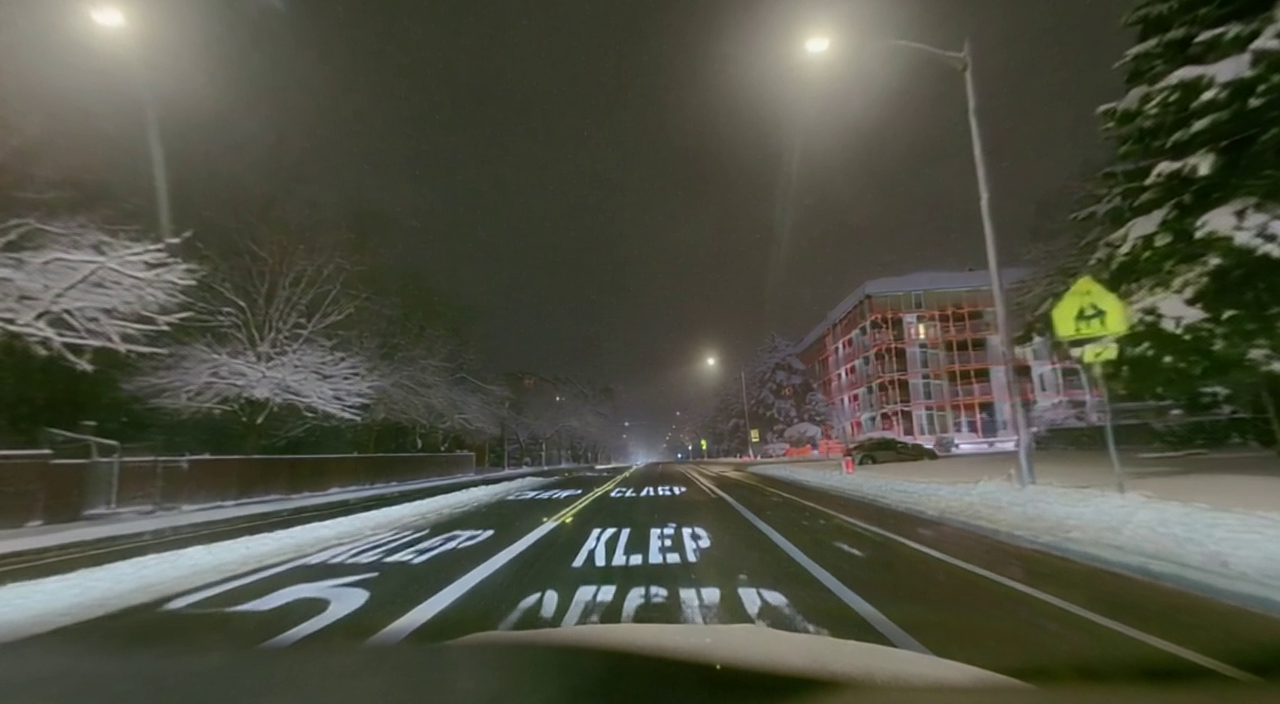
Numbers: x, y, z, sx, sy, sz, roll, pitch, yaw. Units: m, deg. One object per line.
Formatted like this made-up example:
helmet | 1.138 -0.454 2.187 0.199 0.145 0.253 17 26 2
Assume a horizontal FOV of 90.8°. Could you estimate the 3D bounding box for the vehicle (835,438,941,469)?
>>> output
vehicle | 11.810 4.864 30.300 4.251 1.418 1.896 -1 -9 3
